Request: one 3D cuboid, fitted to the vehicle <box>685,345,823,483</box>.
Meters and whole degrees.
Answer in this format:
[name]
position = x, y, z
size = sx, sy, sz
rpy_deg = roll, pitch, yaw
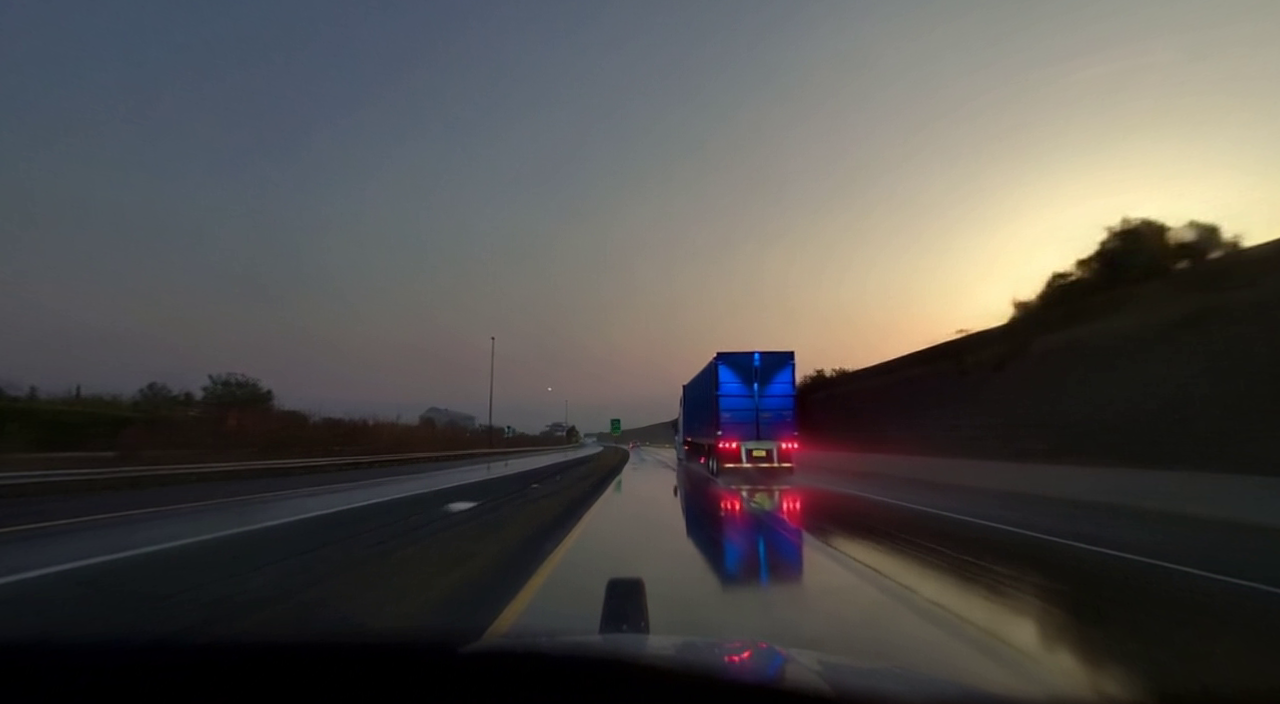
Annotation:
[vehicle]
position = 4.249, 3.014, 27.680
size = 3.615, 4.578, 13.539
rpy_deg = 0, -8, 0
